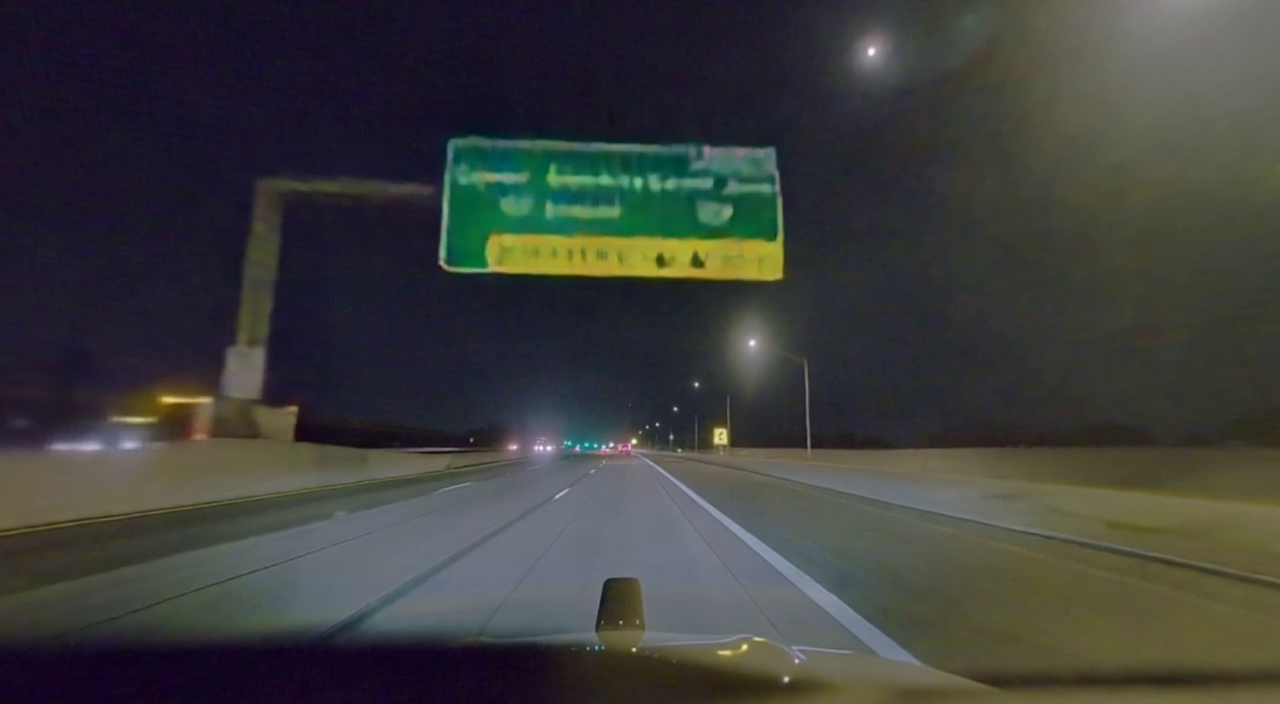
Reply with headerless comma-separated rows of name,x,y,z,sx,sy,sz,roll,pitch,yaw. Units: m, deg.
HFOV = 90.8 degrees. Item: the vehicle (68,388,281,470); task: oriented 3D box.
vehicle,-25.555,4.598,36.119,2.771,3.832,12.471,0,-9,-1
